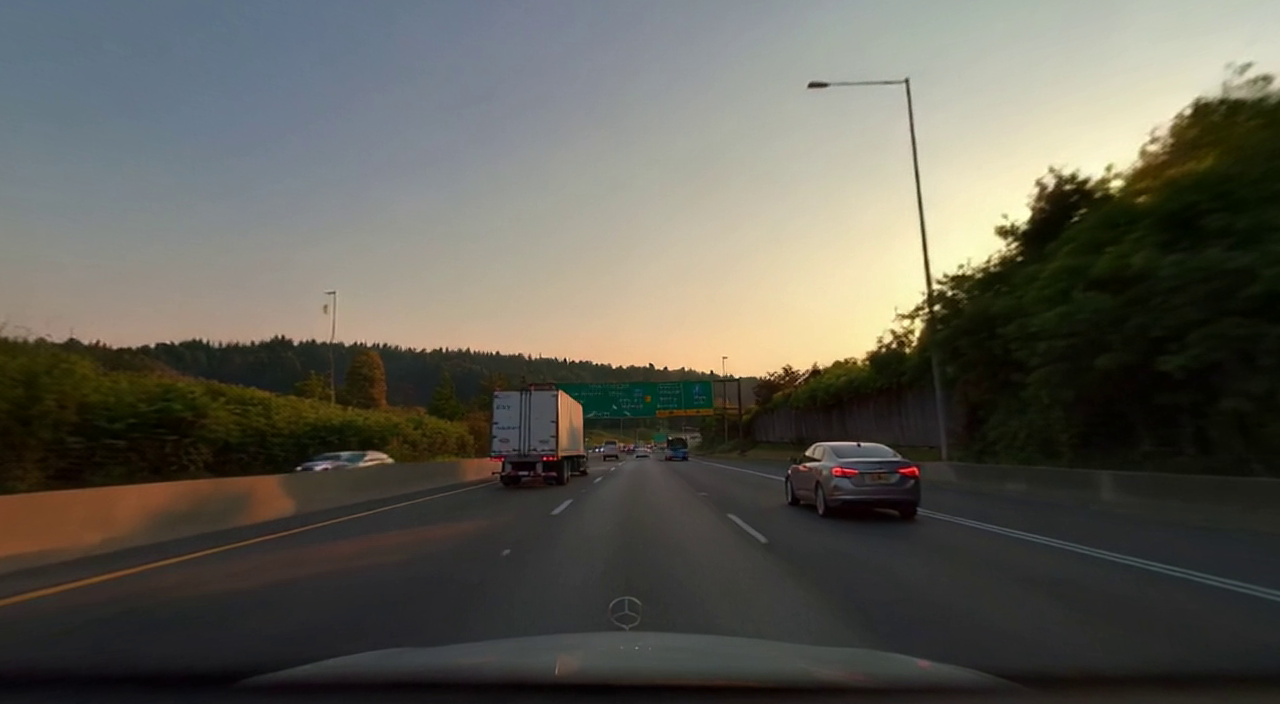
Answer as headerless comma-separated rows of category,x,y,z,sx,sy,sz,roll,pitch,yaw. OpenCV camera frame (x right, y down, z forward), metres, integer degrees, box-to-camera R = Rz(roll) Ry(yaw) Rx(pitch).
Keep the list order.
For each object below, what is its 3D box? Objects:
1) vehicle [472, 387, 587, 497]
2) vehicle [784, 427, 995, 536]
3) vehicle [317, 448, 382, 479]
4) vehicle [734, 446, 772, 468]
vehicle,-3.496,3.131,21.740,2.667,3.195,6.731,0,-9,0
vehicle,4.054,2.176,11.100,1.983,1.545,4.038,0,-9,-1
vehicle,-18.703,7.186,40.859,1.969,1.914,4.566,0,-9,0
vehicle,8.089,7.566,45.517,1.876,1.475,4.185,0,-9,-1
